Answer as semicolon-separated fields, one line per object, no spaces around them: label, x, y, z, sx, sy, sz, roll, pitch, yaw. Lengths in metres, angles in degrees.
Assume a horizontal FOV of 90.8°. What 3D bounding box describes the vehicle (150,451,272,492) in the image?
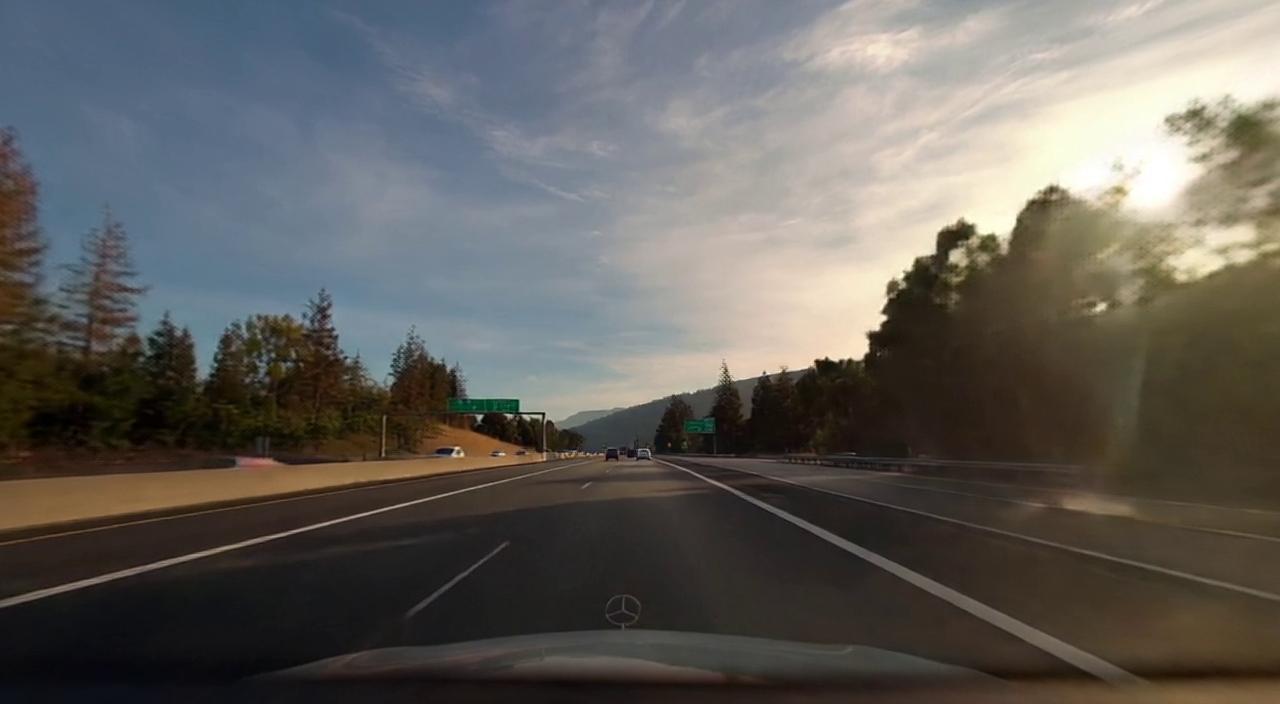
vehicle;-16.228;4.494;24.148;1.799;1.408;4.076;0;-9;0
